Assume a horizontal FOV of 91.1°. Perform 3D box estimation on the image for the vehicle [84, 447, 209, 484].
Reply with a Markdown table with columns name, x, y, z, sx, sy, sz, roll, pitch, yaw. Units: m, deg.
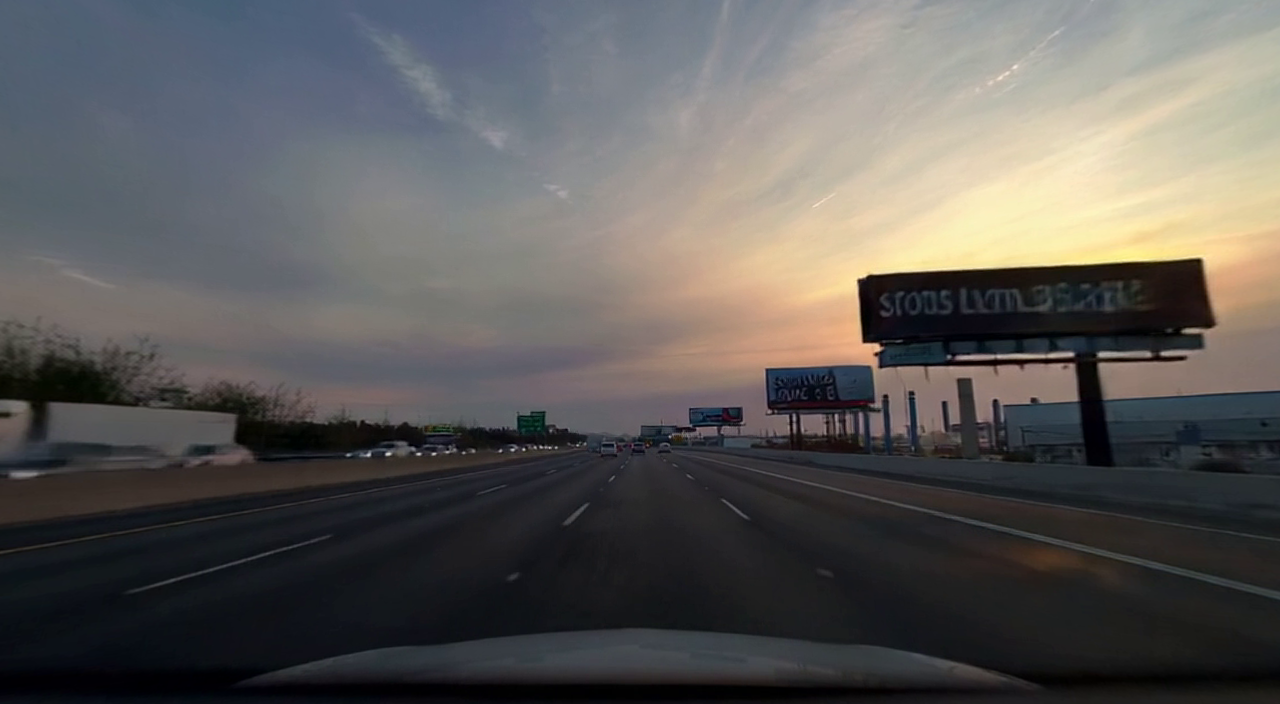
| name | x | y | z | sx | sy | sz | roll | pitch | yaw |
| --- | --- | --- | --- | --- | --- | --- | --- | --- | --- |
| vehicle | -22.203 | 5.084 | 28.515 | 1.933 | 1.523 | 4.565 | 0 | -9 | 1 |

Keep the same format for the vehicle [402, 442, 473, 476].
| name | x | y | z | sx | sy | sz | roll | pitch | yaw |
| --- | --- | --- | --- | --- | --- | --- | --- | --- | --- |
| vehicle | -9.879 | 5.253 | 31.044 | 1.974 | 1.513 | 4.584 | 0 | -9 | 0 |

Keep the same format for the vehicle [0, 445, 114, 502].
| name | x | y | z | sx | sy | sz | roll | pitch | yaw |
| --- | --- | --- | --- | --- | --- | --- | --- | --- | --- |
| vehicle | -18.551 | 3.560 | 18.656 | 1.893 | 1.558 | 4.498 | 0 | -9 | 0 |
